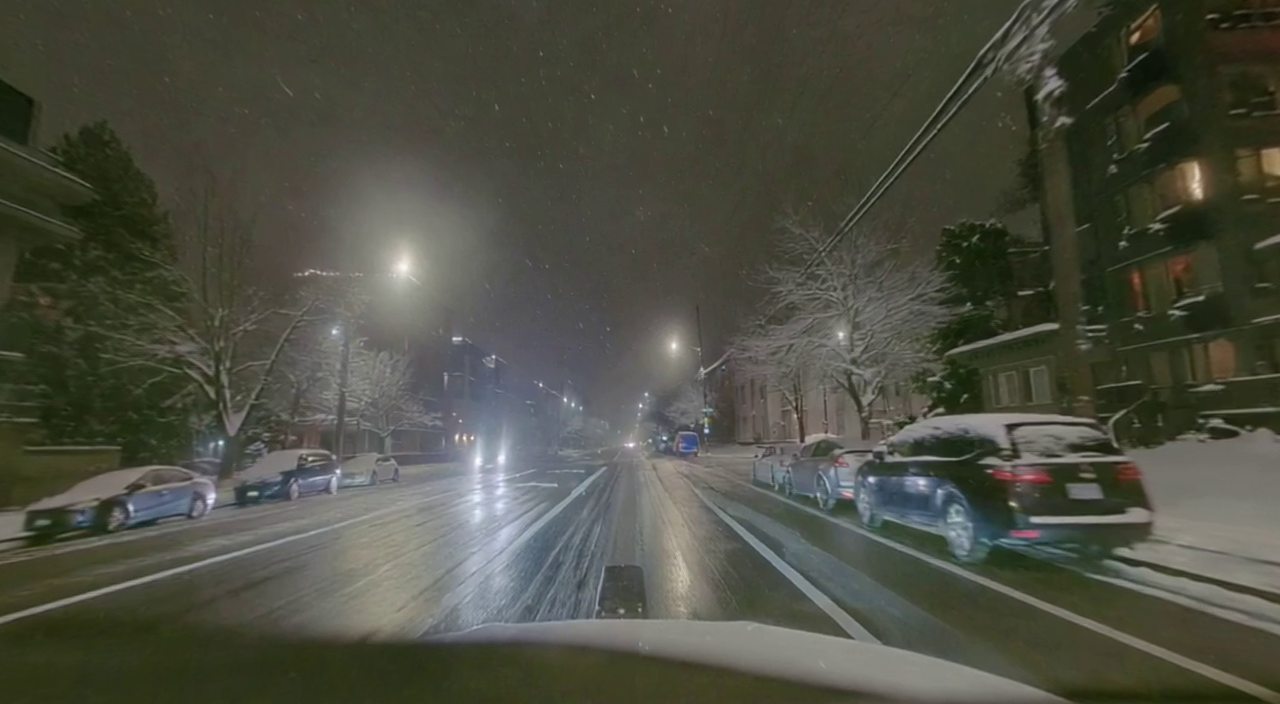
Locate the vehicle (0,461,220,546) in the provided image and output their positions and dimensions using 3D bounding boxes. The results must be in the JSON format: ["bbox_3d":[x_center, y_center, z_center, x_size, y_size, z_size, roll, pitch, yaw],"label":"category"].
[{"bbox_3d":[-12.345,3.461,15.049,1.821,1.459,4.295,-2,-7,-1],"label":"vehicle"}]

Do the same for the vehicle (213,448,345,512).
[{"bbox_3d":[-12.542,4.418,22.398,2.036,1.819,4.626,-3,-7,0],"label":"vehicle"}]

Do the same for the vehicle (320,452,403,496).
[{"bbox_3d":[-12.478,5.461,28.657,1.920,1.629,4.599,-2,-8,-3],"label":"vehicle"}]

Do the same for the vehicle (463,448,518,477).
[{"bbox_3d":[-8.104,6.002,34.681,1.952,1.477,4.128,0,-8,1],"label":"vehicle"}]

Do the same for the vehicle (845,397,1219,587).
[{"bbox_3d":[4.640,1.733,8.680,2.068,1.852,4.796,0,-8,0],"label":"vehicle"}]
